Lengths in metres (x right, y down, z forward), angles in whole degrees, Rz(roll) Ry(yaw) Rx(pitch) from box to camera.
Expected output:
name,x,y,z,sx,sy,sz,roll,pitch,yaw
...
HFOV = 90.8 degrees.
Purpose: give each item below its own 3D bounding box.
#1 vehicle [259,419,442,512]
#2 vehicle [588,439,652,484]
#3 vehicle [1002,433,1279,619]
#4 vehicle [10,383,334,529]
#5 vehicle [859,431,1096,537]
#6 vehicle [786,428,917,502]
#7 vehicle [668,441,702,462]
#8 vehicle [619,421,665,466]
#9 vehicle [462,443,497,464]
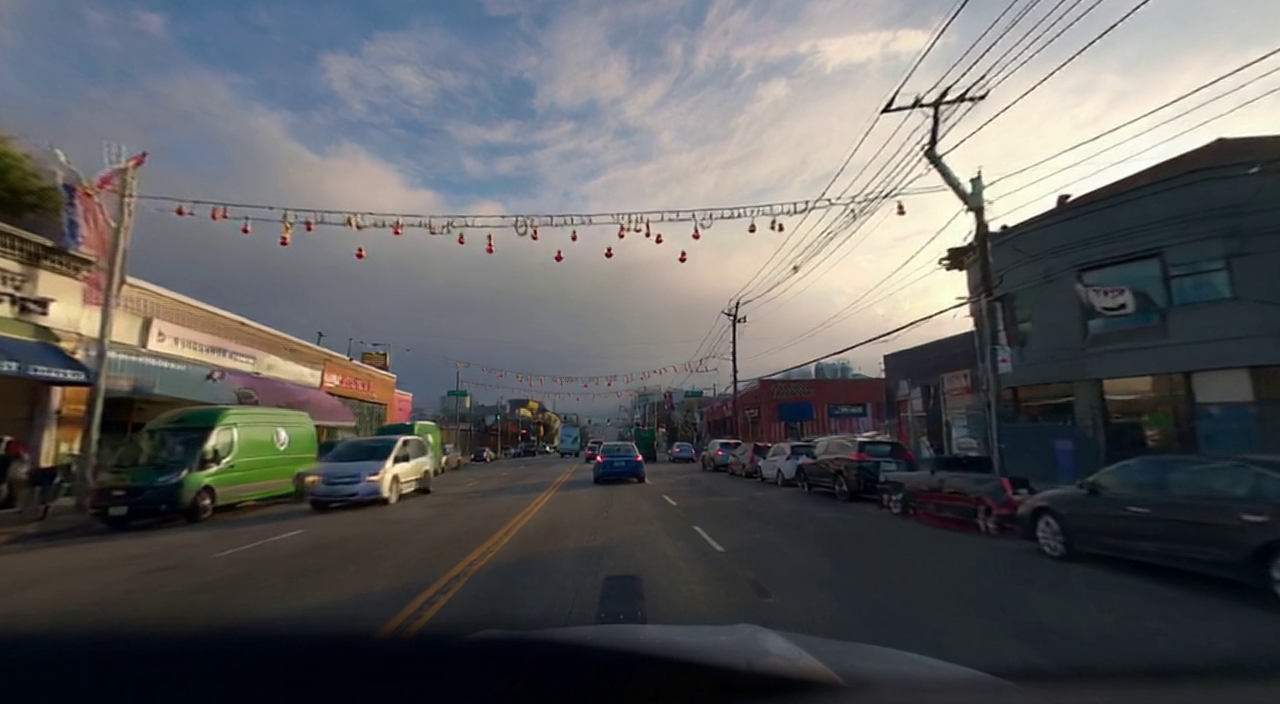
name,x,y,z,sx,sy,sz,roll,pitch,yaw
vehicle,-6.912,2.750,15.894,2.456,1.935,4.769,0,-8,-2
vehicle,-0.800,3.889,22.887,2.112,1.464,4.411,0,-8,-4
vehicle,5.850,1.495,5.970,1.921,1.430,4.455,0,-8,-5
vehicle,-9.999,2.340,14.710,2.964,2.597,6.437,0,-8,-5
vehicle,5.629,2.203,11.202,1.943,1.507,3.816,0,-8,-3
vehicle,5.458,2.961,17.016,1.876,1.692,4.492,0,-8,-1
vehicle,3.314,7.364,47.108,1.824,1.481,4.057,1,-8,-7
vehicle,0.196,5.857,40.562,2.649,2.583,5.800,-1,-8,3
vehicle,-12.581,7.926,49.715,1.962,1.529,4.109,1,-8,-4
